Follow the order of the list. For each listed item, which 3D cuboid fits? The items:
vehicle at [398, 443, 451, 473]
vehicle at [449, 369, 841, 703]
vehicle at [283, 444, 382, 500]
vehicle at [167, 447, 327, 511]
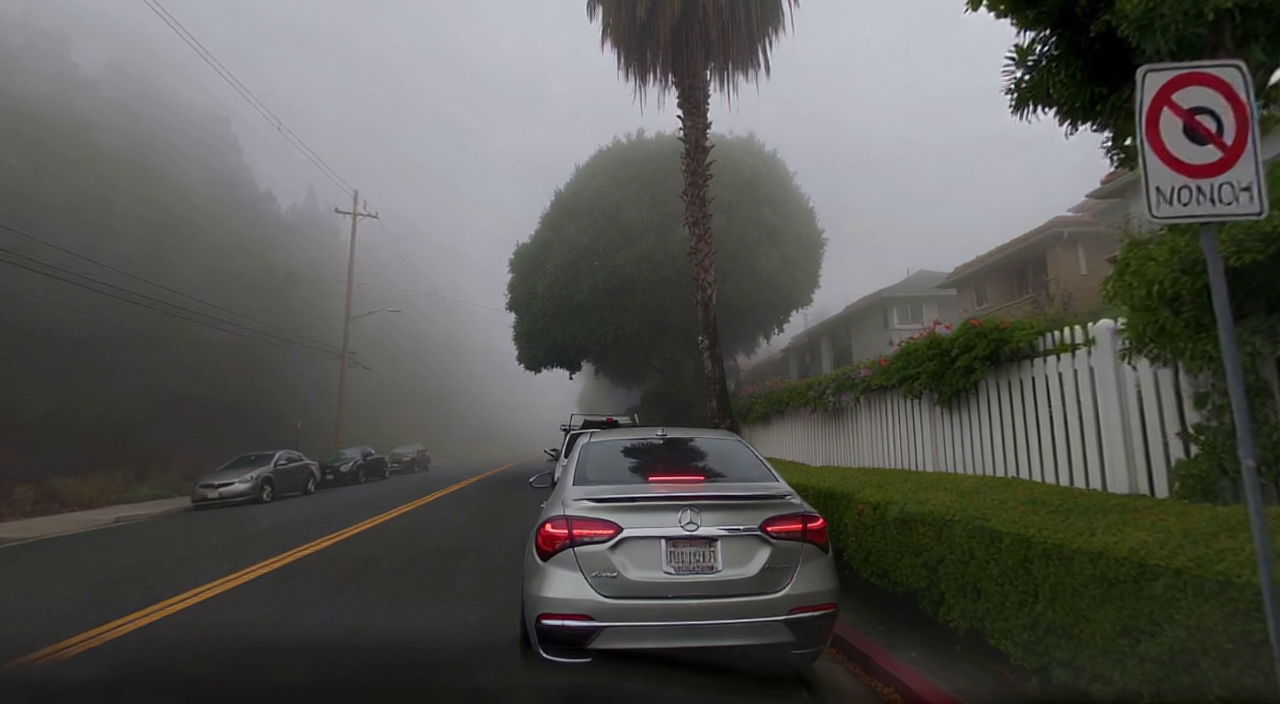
[{"bbox_3d":[-13.161,6.465,38.709,2.060,1.689,4.999,1,-8,-7],"label":"vehicle"},{"bbox_3d":[-0.136,1.213,4.998,1.894,1.695,3.795,1,-8,-6],"label":"vehicle"},{"bbox_3d":[-12.152,4.713,25.246,2.048,1.485,4.757,-4,-4,-7],"label":"vehicle"},{"bbox_3d":[-11.391,3.653,18.790,2.017,1.627,5.039,1,-8,-7],"label":"vehicle"}]
